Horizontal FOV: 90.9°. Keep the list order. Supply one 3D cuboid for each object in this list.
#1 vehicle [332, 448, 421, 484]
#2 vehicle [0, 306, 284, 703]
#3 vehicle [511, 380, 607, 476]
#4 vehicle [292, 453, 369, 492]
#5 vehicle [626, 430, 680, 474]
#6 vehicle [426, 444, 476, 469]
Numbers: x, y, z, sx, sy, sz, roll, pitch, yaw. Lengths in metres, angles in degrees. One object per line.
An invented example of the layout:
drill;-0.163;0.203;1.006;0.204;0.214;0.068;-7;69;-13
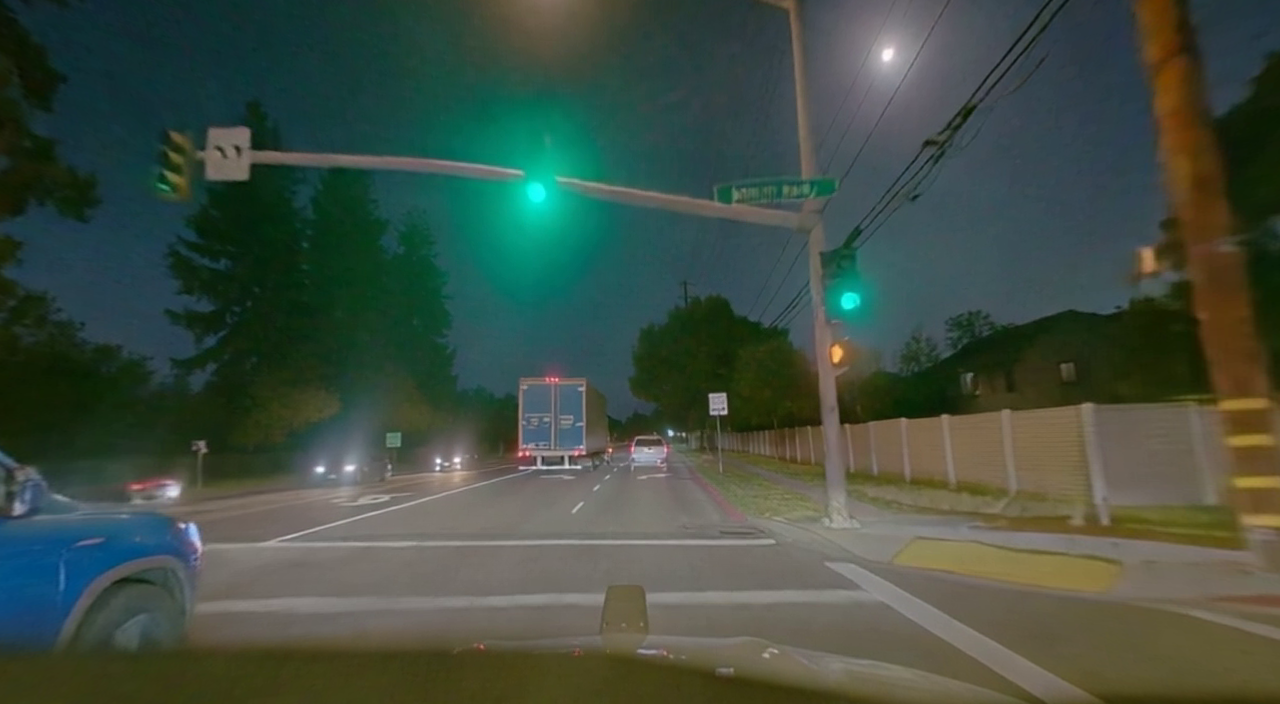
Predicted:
vehicle;-12.008;5.183;29.091;2.055;1.489;4.425;0;-8;2
vehicle;-3.308;0.677;1.630;2.093;1.832;4.508;0;-8;0
vehicle;-3.363;3.585;28.887;2.928;3.658;8.980;0;-8;2
vehicle;-17.358;6.748;35.642;2.054;1.935;4.350;0;-8;1
vehicle;0.553;4.320;27.400;2.174;1.749;4.113;0;-8;1
vehicle;-14.099;7.799;47.324;2.123;1.789;4.609;0;-8;2
